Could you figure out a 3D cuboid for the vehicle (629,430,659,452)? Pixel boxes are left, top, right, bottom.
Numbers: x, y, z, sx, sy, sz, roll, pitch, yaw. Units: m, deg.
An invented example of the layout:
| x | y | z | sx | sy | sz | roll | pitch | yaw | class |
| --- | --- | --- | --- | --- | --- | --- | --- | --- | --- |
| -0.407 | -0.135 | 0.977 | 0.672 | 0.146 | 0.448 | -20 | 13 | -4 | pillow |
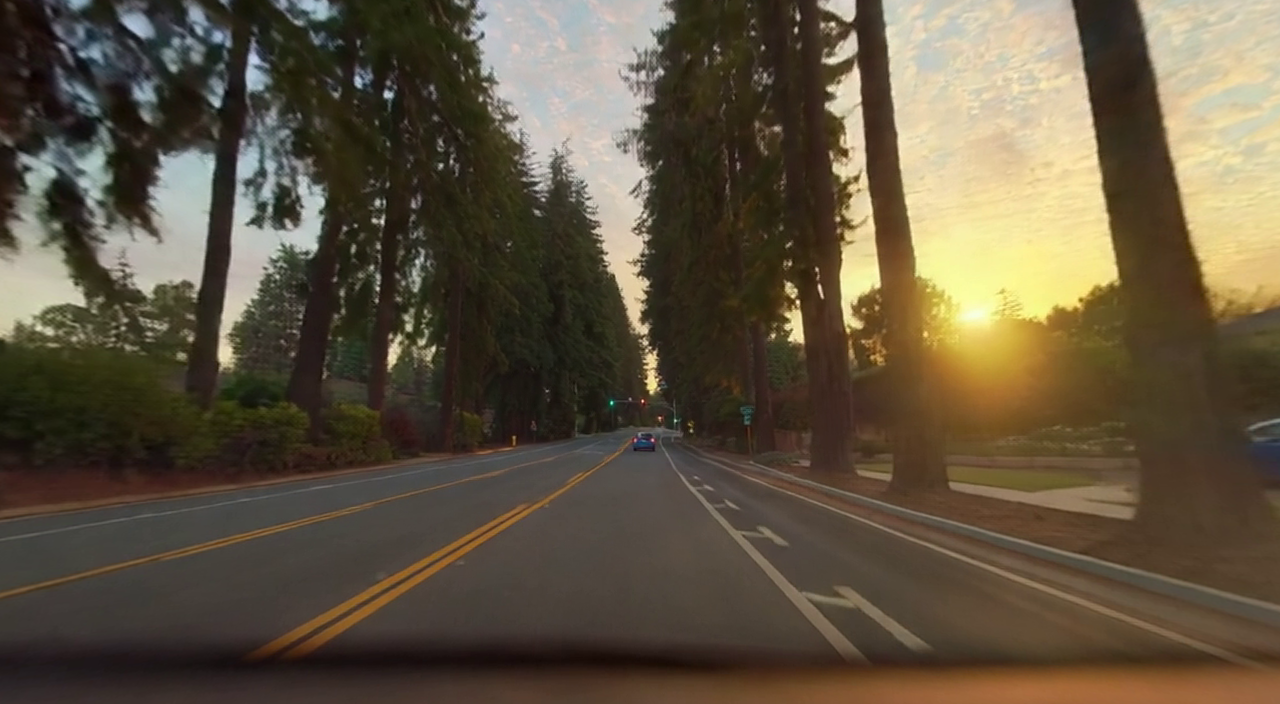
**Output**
| x | y | z | sx | sy | sz | roll | pitch | yaw | class |
| --- | --- | --- | --- | --- | --- | --- | --- | --- | --- |
| 0.309 | 6.465 | 45.827 | 2.067 | 1.486 | 3.861 | 0 | -8 | 1 | vehicle |
